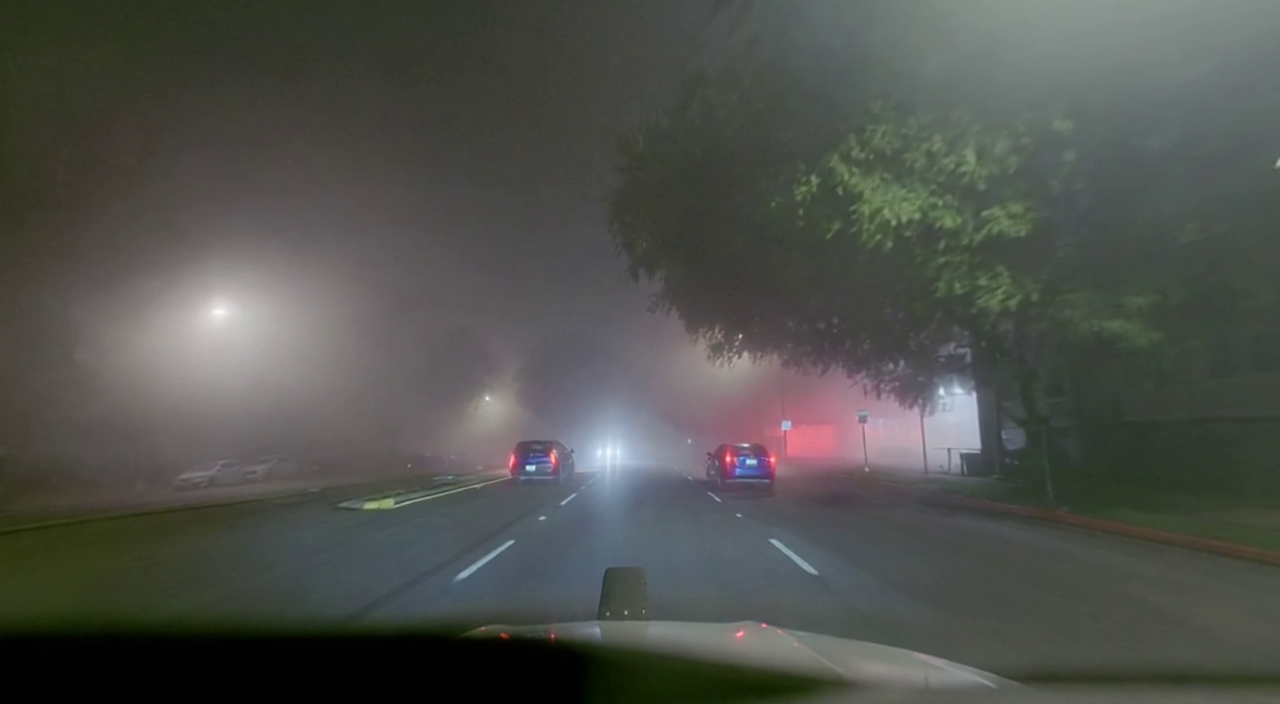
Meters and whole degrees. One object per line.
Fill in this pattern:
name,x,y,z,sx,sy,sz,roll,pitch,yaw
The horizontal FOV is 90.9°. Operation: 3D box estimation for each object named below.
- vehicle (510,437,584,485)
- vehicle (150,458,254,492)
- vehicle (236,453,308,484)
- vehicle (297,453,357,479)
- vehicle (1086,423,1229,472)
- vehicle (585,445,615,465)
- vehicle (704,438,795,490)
vehicle,-3.410,4.074,23.905,2.113,1.626,4.129,0,-8,1
vehicle,-22.495,6.306,32.615,2.059,1.463,4.780,0,-8,-2
vehicle,-22.584,7.144,38.879,1.853,1.693,4.233,0,-8,1
vehicle,-22.397,8.126,45.313,1.922,1.682,4.638,0,-8,0
vehicle,28.505,5.247,34.790,6.334,2.182,2.351,-2,-8,-11
vehicle,-3.048,7.919,48.756,2.060,1.459,4.311,0,-8,0
vehicle,3.371,3.553,20.354,2.083,1.474,4.360,0,-8,-1
